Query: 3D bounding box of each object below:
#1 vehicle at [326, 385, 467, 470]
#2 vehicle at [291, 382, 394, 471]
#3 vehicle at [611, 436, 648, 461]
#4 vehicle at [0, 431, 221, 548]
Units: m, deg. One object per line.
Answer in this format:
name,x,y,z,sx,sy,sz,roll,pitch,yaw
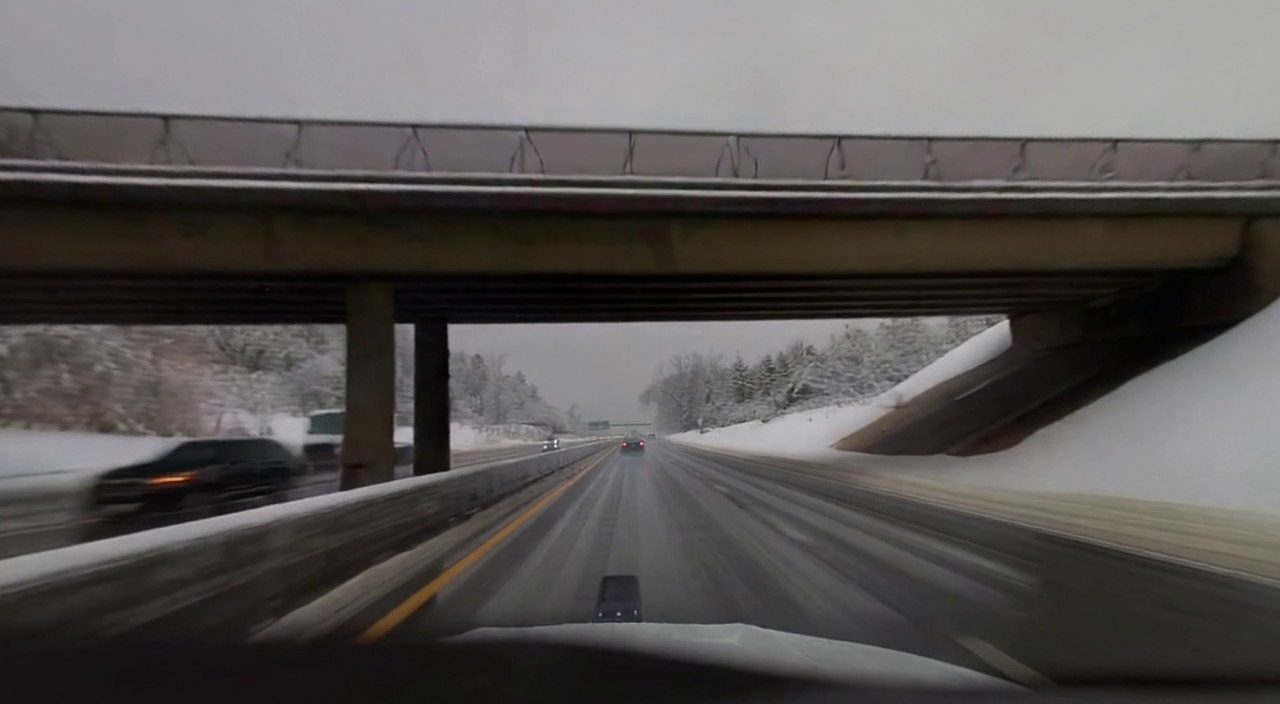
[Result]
vehicle,-13.768,4.586,37.718,2.905,4.072,14.272,0,-8,-1
vehicle,-13.671,3.457,29.234,3.204,3.934,2.841,0,-7,-1
vehicle,-0.615,5.481,35.946,1.996,1.325,4.029,0,-7,-1
vehicle,-8.405,1.883,9.381,1.790,1.375,3.778,0,-7,-2
